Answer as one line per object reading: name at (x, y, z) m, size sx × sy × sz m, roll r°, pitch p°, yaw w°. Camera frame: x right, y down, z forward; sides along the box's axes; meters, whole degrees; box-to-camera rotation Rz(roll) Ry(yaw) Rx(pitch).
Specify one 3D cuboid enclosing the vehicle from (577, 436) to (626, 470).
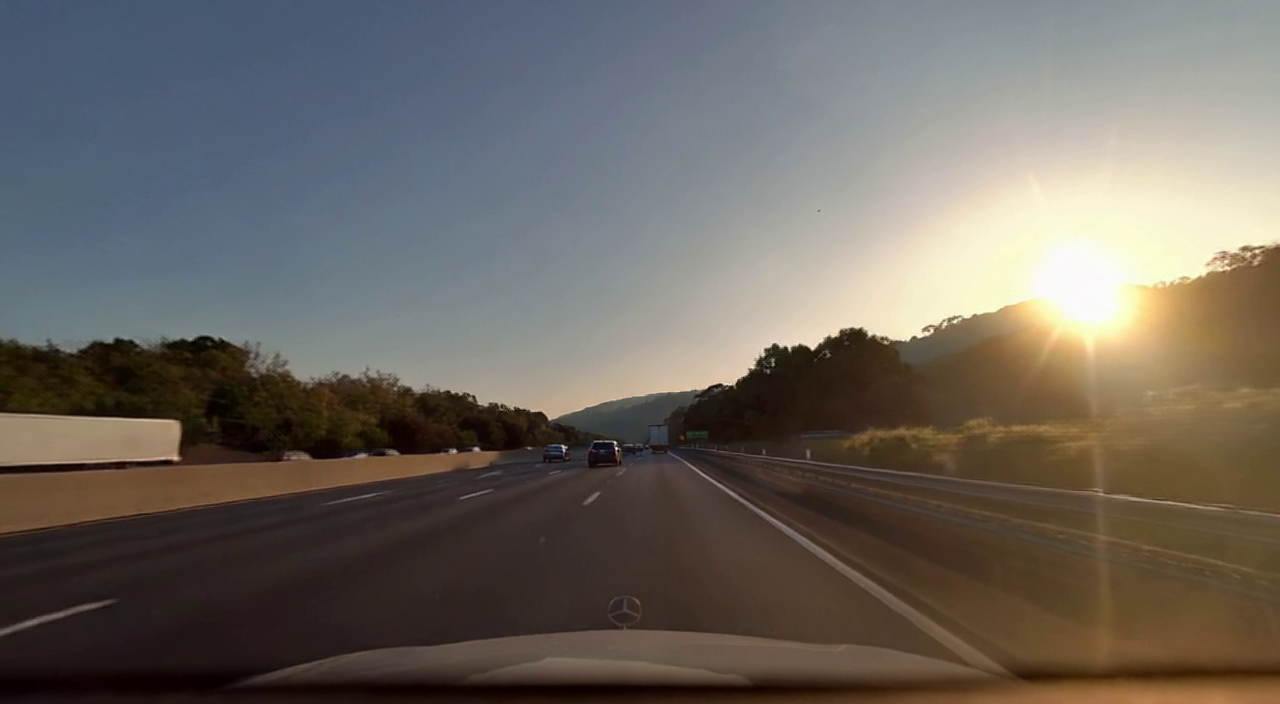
vehicle at (-2.114, 5.733, 36.002) m, size 2.283 × 1.802 × 4.810 m, roll 0°, pitch -9°, yaw 2°

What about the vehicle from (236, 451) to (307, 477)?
vehicle at (-27.285, 8.277, 46.915) m, size 2.181 × 1.785 × 4.823 m, roll 0°, pitch -9°, yaw 2°

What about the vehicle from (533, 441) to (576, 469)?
vehicle at (-5.526, 6.725, 41.442) m, size 2.062 × 1.691 × 4.278 m, roll 0°, pitch -9°, yaw 2°

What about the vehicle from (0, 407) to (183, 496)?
vehicle at (-35.363, 5.811, 36.987) m, size 3.042 × 4.687 × 18.122 m, roll 0°, pitch -9°, yaw 2°
